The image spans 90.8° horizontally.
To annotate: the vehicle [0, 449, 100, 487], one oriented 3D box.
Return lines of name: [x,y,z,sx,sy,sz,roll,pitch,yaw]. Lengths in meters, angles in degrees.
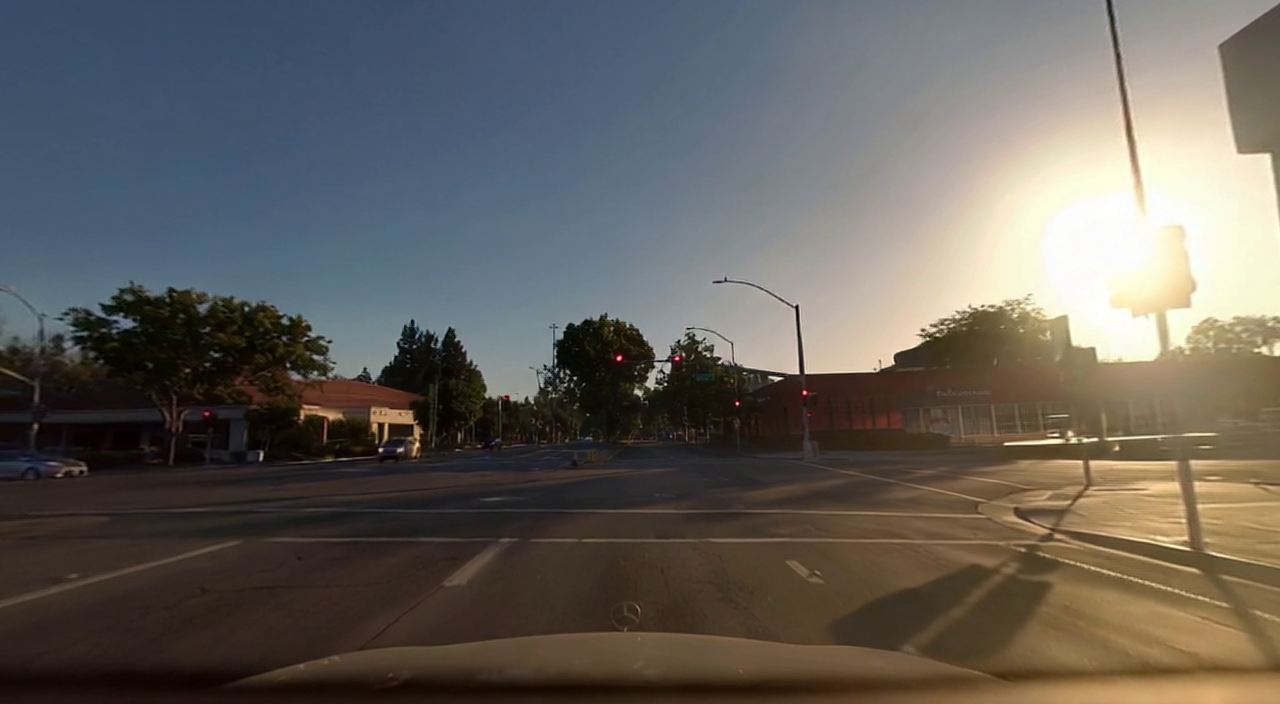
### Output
vehicle: [-25.441,4.774,26.040,4.500,1.465,1.936,0,-8,-1]
